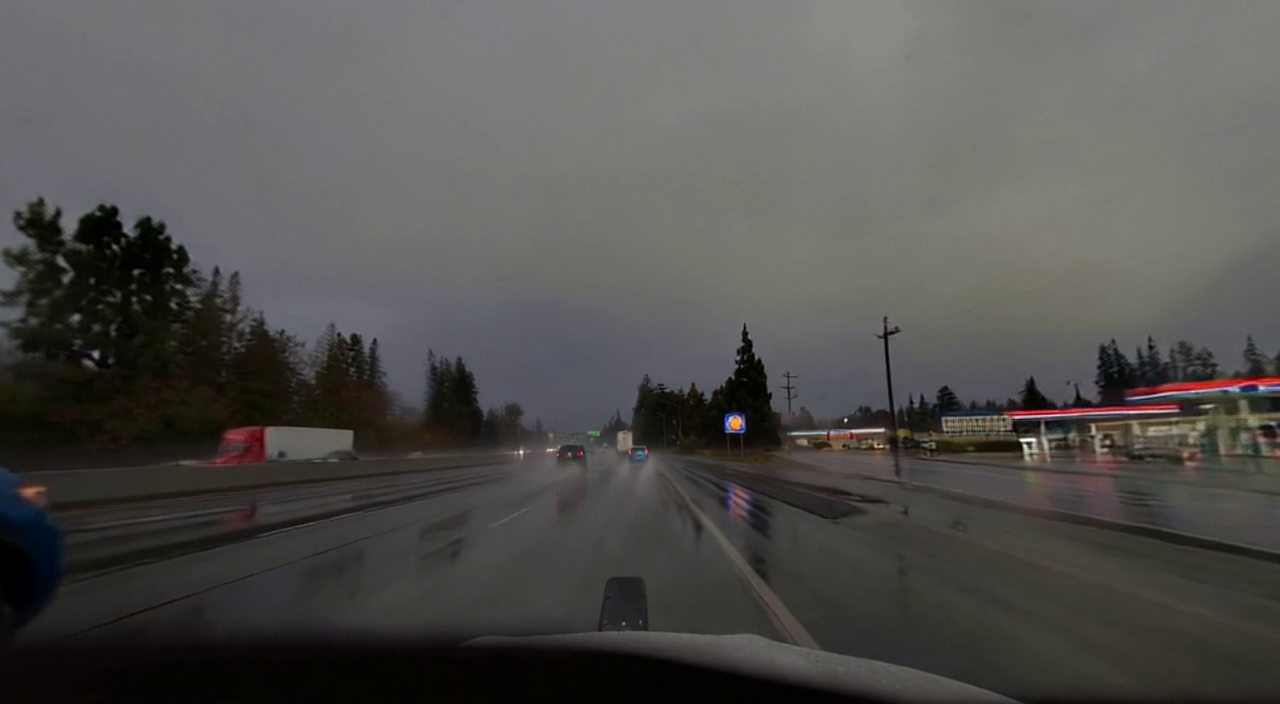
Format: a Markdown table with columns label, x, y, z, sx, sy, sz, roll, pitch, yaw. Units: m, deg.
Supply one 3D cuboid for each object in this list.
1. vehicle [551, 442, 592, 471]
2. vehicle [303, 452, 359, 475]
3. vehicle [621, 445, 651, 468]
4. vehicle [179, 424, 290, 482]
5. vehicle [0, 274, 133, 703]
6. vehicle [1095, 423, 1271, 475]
| label | x | y | z | sx | sy | sz | roll | pitch | yaw |
| --- | --- | --- | --- | --- | --- | --- | --- | --- | --- |
| vehicle | -4.615 | 7.080 | 42.992 | 2.273 | 1.884 | 4.515 | 0 | -8 | 0 |
| vehicle | -22.544 | 8.123 | 46.149 | 1.851 | 1.577 | 4.503 | 0 | -8 | -1 |
| vehicle | -0.340 | 7.305 | 44.386 | 1.982 | 1.524 | 3.800 | 0 | -8 | -2 |
| vehicle | -30.372 | 7.599 | 47.854 | 2.982 | 3.933 | 8.231 | 0 | -8 | -1 |
| vehicle | -4.209 | 0.348 | 0.327 | 2.694 | 2.081 | 6.099 | 0 | -8 | 1 |
| vehicle | 34.852 | 6.343 | 40.836 | 7.976 | 2.684 | 2.905 | -3 | -15 | 7 |
